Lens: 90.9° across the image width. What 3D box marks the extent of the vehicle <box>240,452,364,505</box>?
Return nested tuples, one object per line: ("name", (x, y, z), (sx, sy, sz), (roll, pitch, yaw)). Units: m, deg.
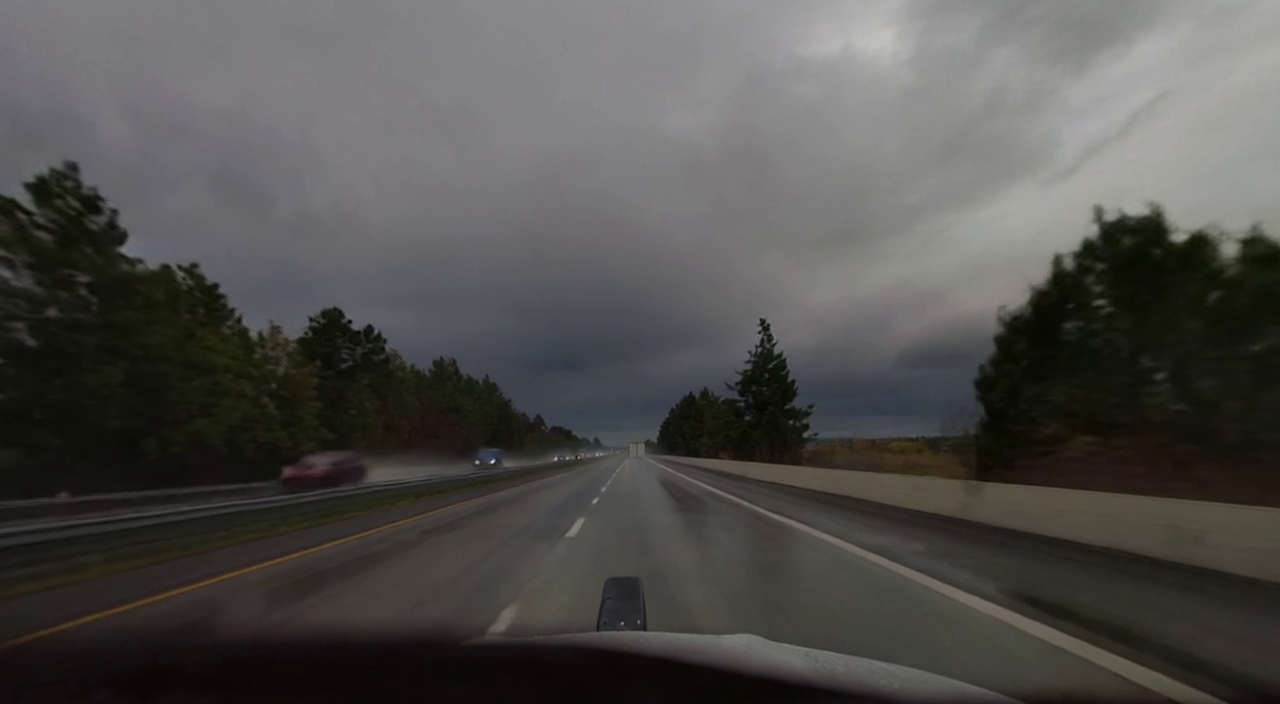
("vehicle", (-11.776, 4.398, 22.376), (1.995, 1.643, 4.453), (0, -9, -1))
